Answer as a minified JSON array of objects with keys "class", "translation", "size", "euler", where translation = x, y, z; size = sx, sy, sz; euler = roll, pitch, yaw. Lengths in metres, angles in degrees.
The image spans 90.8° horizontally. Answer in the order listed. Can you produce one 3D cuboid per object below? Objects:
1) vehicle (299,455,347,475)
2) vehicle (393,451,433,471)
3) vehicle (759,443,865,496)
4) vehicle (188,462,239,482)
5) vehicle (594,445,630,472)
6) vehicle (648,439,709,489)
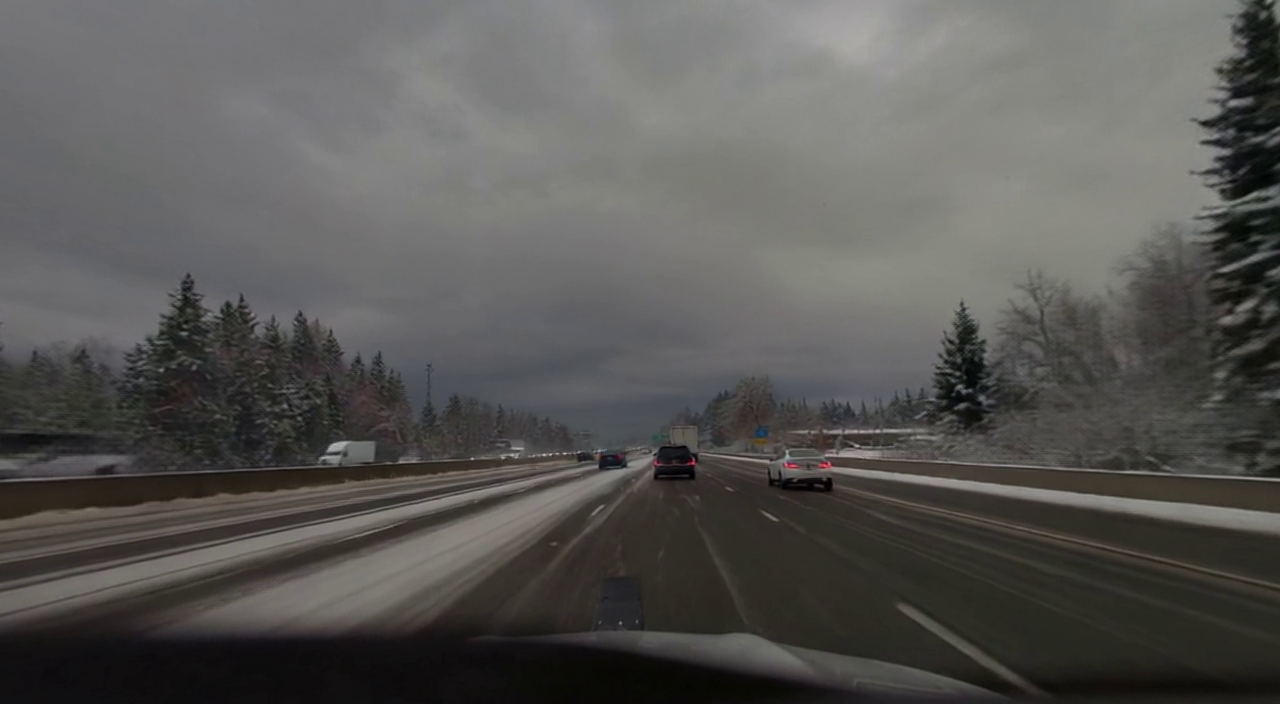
[{"class":"vehicle","translation":[-23.393,8.348,46.706],"size":[1.637,1.402,3.406],"euler":[-1,-9,3]},{"class":"vehicle","translation":[-16.129,7.725,45.015],"size":[1.503,1.364,3.224],"euler":[-1,-9,4]},{"class":"vehicle","translation":[5.248,3.646,20.039],"size":[2.146,1.482,4.665],"euler":[0,-9,1]},{"class":"vehicle","translation":[-31.978,8.985,47.405],"size":[1.427,1.302,3.196],"euler":[-1,-9,4]},{"class":"vehicle","translation":[-1.826,7.216,42.935],"size":[1.988,1.696,4.754],"euler":[-1,-9,3]},{"class":"vehicle","translation":[1.391,4.238,24.192],"size":[2.103,1.717,4.399],"euler":[0,-9,2]}]
